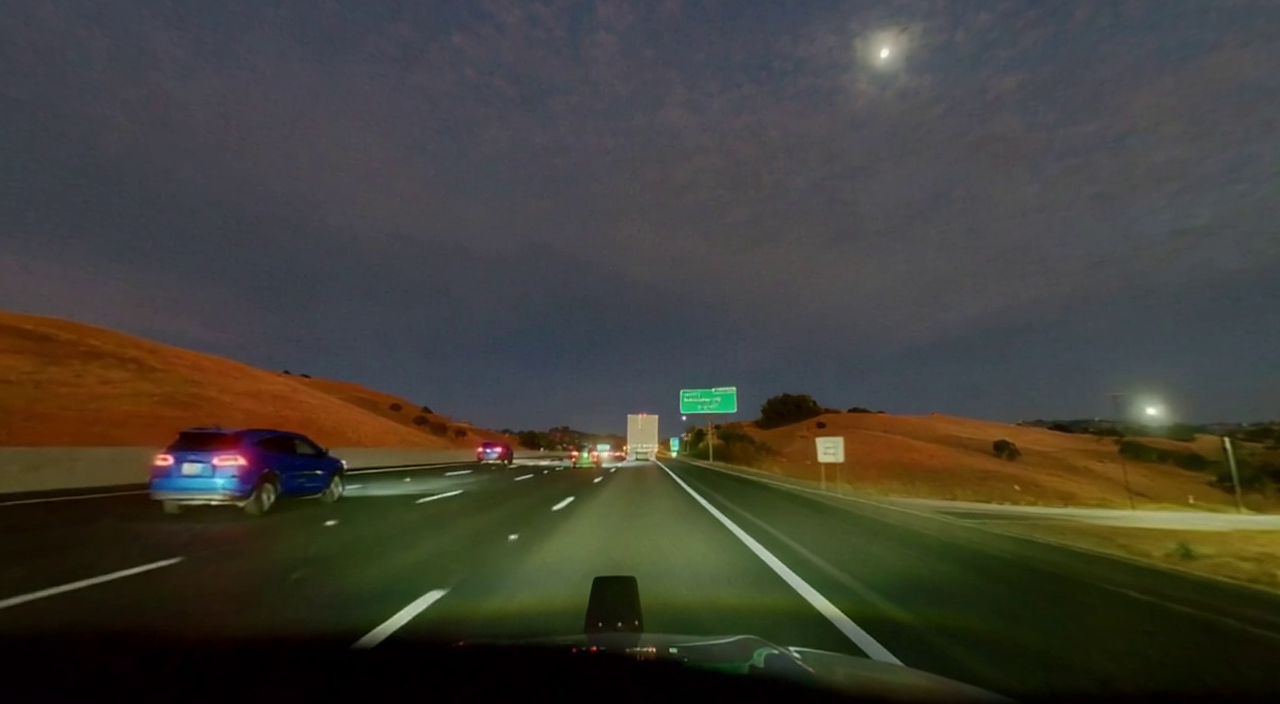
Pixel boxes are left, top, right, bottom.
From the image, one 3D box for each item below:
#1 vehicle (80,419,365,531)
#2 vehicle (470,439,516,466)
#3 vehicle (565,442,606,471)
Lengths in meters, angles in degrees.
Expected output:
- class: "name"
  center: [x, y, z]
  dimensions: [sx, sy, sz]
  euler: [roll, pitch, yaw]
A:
- class: "vehicle"
  center: [-7.450, 2.259, 12.077]
  dimensions: [2.098, 1.678, 4.822]
  euler: [1, -9, 0]
- class: "vehicle"
  center: [-10.844, 7.489, 46.931]
  dimensions: [2.111, 1.906, 5.028]
  euler: [1, -9, 1]
- class: "vehicle"
  center: [-3.445, 6.801, 41.037]
  dimensions: [2.194, 1.725, 4.698]
  euler: [1, -9, 1]
